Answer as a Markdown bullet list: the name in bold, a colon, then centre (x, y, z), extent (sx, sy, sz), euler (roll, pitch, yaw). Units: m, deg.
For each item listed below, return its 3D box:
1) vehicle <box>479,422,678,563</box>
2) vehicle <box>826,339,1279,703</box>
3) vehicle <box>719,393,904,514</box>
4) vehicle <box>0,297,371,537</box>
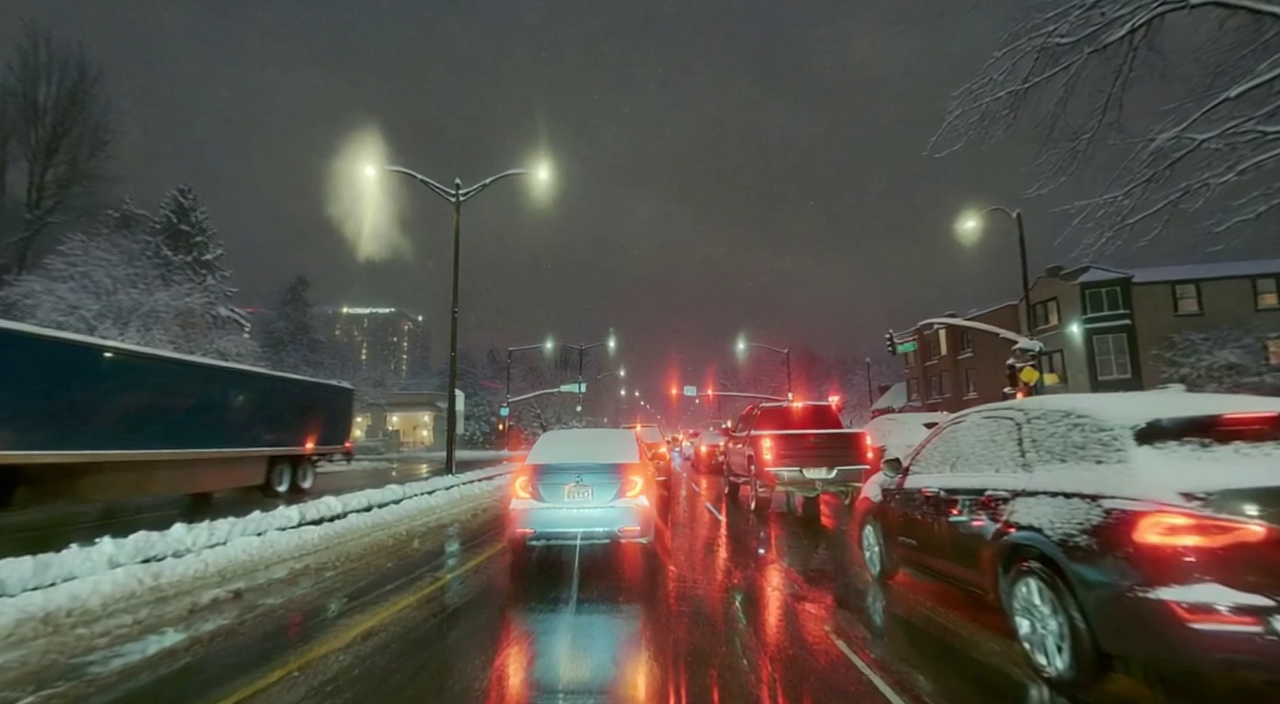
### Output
- **vehicle**: centre (-0.654, 1.861, 9.065), extent (2.172, 1.536, 4.250), euler (0, -8, 0)
- **vehicle**: centre (3.170, 1.148, 4.802), extent (2.024, 1.723, 4.714), euler (0, -8, 0)
- **vehicle**: centre (3.473, 2.270, 14.381), extent (2.497, 2.186, 5.890), euler (0, -8, -1)
- **vehicle**: centre (-13.204, 2.141, 17.775), extent (3.246, 4.347, 17.394), euler (0, -9, 1)
